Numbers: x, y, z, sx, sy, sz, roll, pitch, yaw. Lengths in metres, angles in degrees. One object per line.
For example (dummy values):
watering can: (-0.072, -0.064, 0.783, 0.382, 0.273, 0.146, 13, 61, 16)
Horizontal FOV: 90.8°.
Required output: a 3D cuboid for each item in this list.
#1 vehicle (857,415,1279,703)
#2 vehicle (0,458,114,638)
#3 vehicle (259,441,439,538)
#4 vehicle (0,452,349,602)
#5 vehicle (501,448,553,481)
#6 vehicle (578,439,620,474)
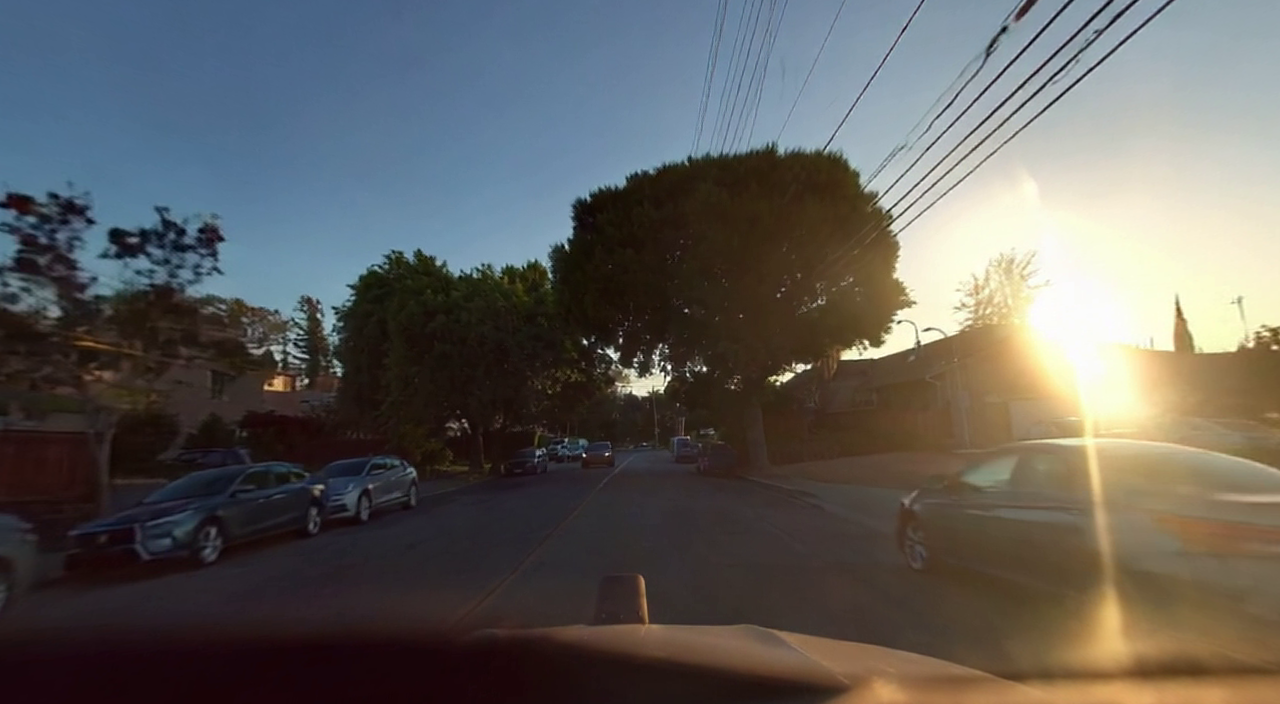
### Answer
vehicle: (3.772, 1.416, 5.387, 2.108, 1.493, 4.878, 0, -9, 0)
vehicle: (-6.160, 1.516, 4.127, 1.813, 1.447, 4.437, -3, -9, -3)
vehicle: (-6.498, 3.058, 14.801, 1.985, 1.712, 4.703, -5, -9, 0)
vehicle: (-6.410, 2.341, 9.525, 1.995, 1.469, 4.931, -4, -8, -4)
vehicle: (-6.212, 6.213, 35.215, 2.055, 1.666, 4.168, -2, -9, 1)
vehicle: (-2.569, 6.622, 40.310, 2.154, 2.051, 4.571, -2, -9, 3)
